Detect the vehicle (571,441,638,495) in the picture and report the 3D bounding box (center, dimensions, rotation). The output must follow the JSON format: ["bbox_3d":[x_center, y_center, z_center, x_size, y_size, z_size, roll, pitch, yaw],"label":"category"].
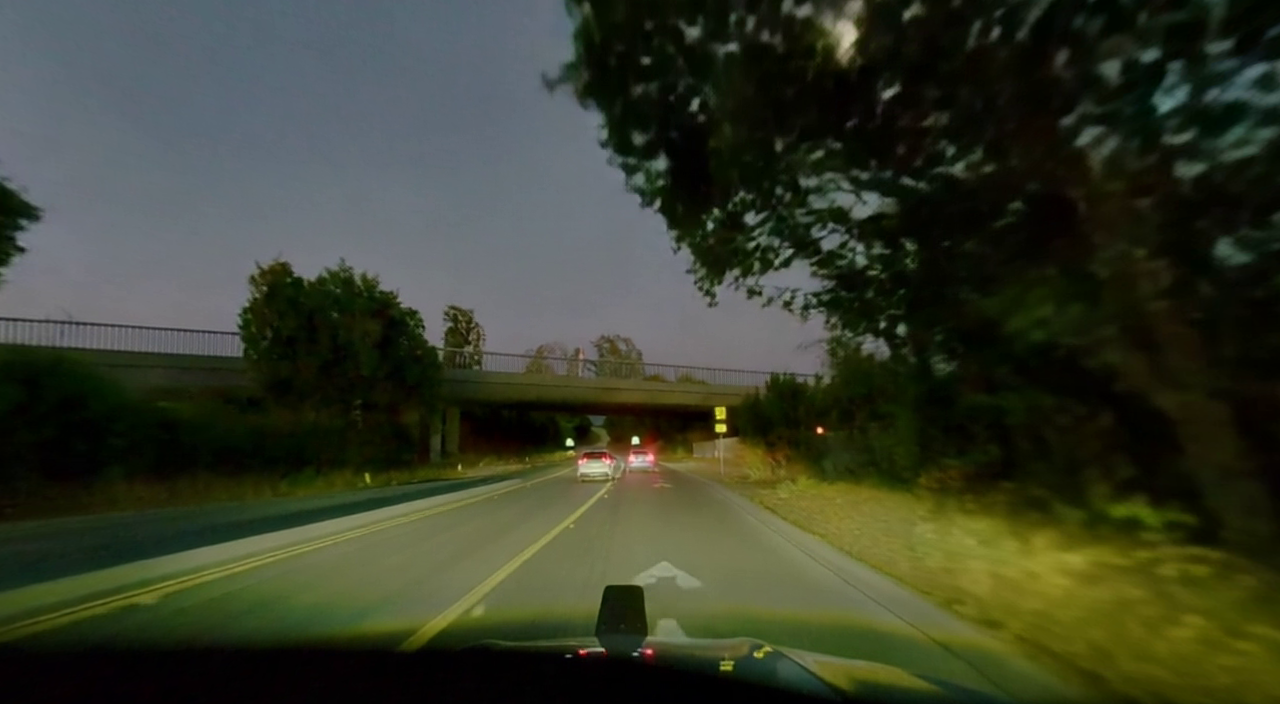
[{"bbox_3d":[-1.171,3.822,21.036,2.037,1.601,3.643,0,-9,-3],"label":"vehicle"}]
